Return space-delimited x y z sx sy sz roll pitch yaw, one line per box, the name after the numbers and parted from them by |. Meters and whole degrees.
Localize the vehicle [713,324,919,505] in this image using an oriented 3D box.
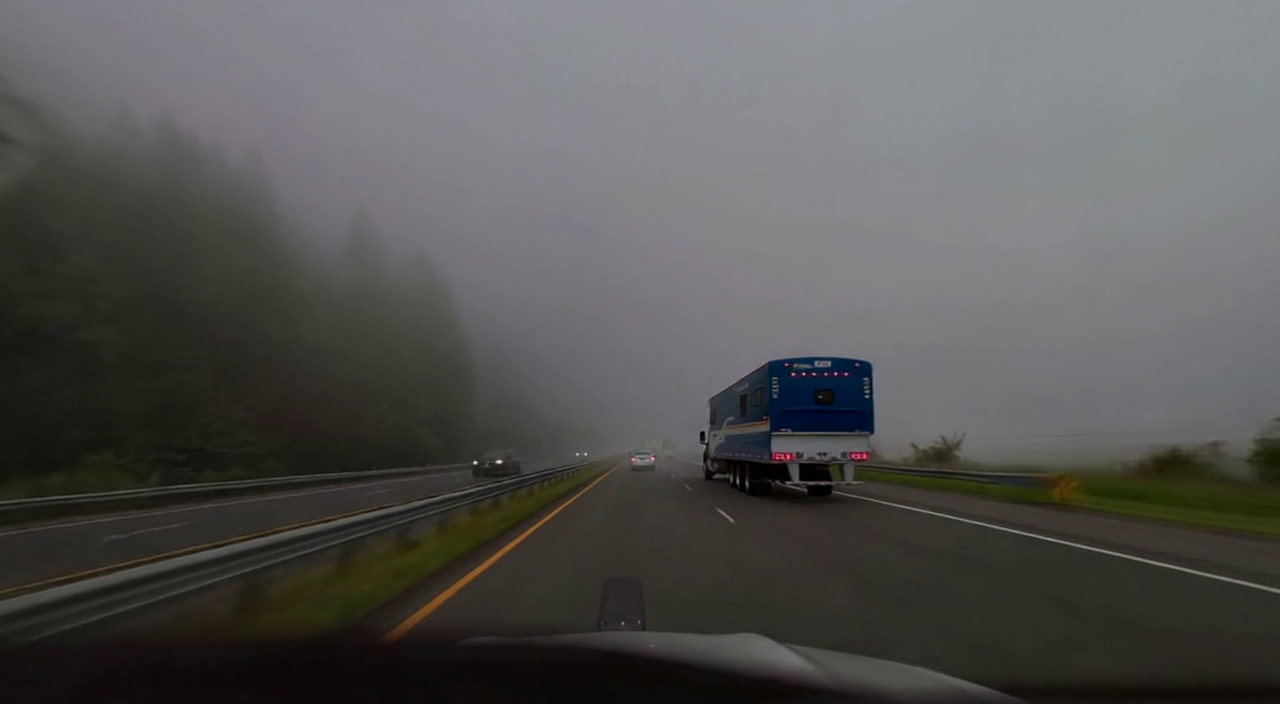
4.811 2.497 21.543 2.939 4.129 14.300 0 -9 0 | vehicle

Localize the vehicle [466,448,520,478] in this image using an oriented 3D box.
-8.453 6.442 36.706 2.081 1.624 4.314 0 -9 0 | vehicle

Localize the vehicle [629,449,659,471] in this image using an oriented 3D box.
0.250 7.213 42.273 1.926 1.386 3.615 0 -9 0 | vehicle
